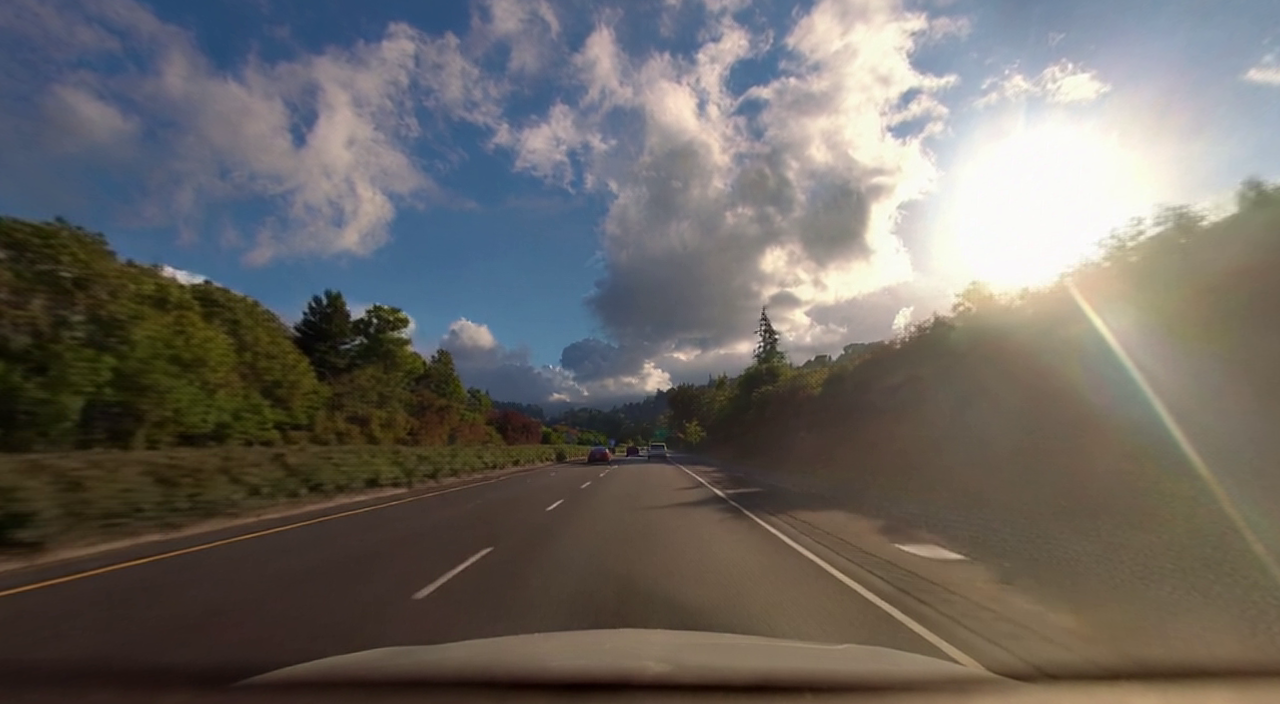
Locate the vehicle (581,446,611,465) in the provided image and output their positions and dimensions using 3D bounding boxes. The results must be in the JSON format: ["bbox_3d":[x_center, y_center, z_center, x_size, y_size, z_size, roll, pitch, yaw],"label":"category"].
[{"bbox_3d":[-3.448,8.160,49.828,2.033,1.449,3.957,0,-9,1],"label":"vehicle"}]

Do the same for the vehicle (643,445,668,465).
[{"bbox_3d":[1.191,8.069,49.547,1.934,1.488,3.832,0,-9,1],"label":"vehicle"}]
